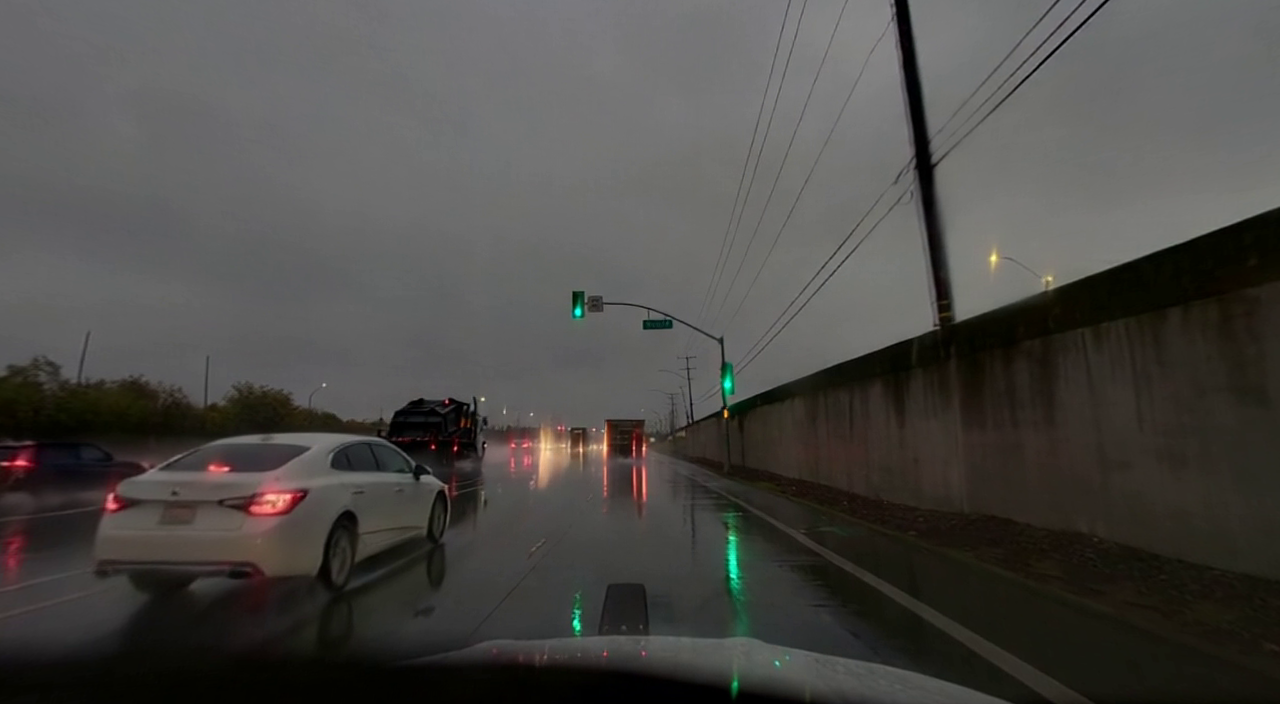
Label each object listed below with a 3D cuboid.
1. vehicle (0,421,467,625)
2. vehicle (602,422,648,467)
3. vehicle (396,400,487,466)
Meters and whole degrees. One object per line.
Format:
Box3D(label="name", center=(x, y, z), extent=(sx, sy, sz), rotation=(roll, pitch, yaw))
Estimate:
Box3D(label="vehicle", center=(-3.711, 1.625, 7.163), extent=(2.019, 1.480, 4.966), rotation=(0, -8, 1))
Box3D(label="vehicle", center=(-0.823, 5.150, 35.045), extent=(2.355, 2.305, 5.336), rotation=(0, -8, -1))
Box3D(label="vehicle", center=(-12.835, 5.447, 41.768), extent=(3.016, 3.847, 8.707), rotation=(0, -8, 1))
